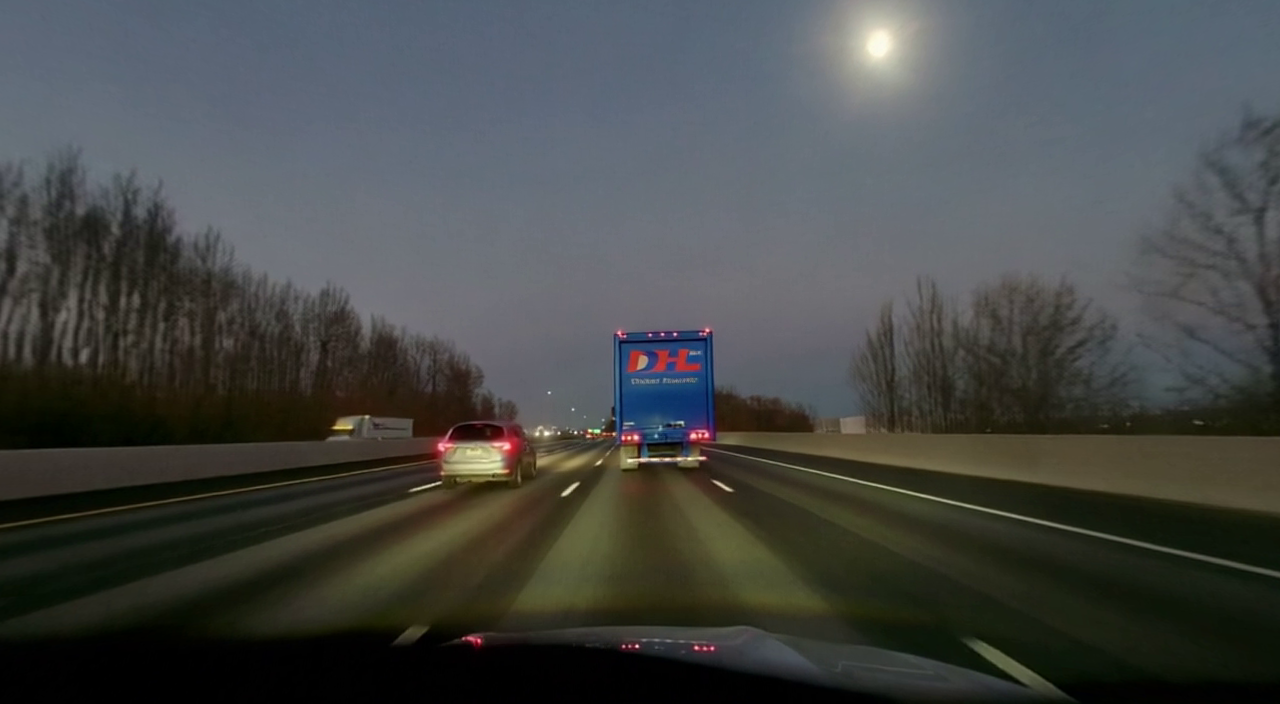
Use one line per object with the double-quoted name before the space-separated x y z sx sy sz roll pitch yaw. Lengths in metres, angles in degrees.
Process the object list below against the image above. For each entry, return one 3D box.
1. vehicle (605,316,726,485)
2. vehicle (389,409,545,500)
"vehicle" 0.464 1.775 20.230 3.011 4.211 8.926 0 -8 -2
"vehicle" -3.827 2.382 15.123 2.394 1.787 5.186 0 -8 -1
